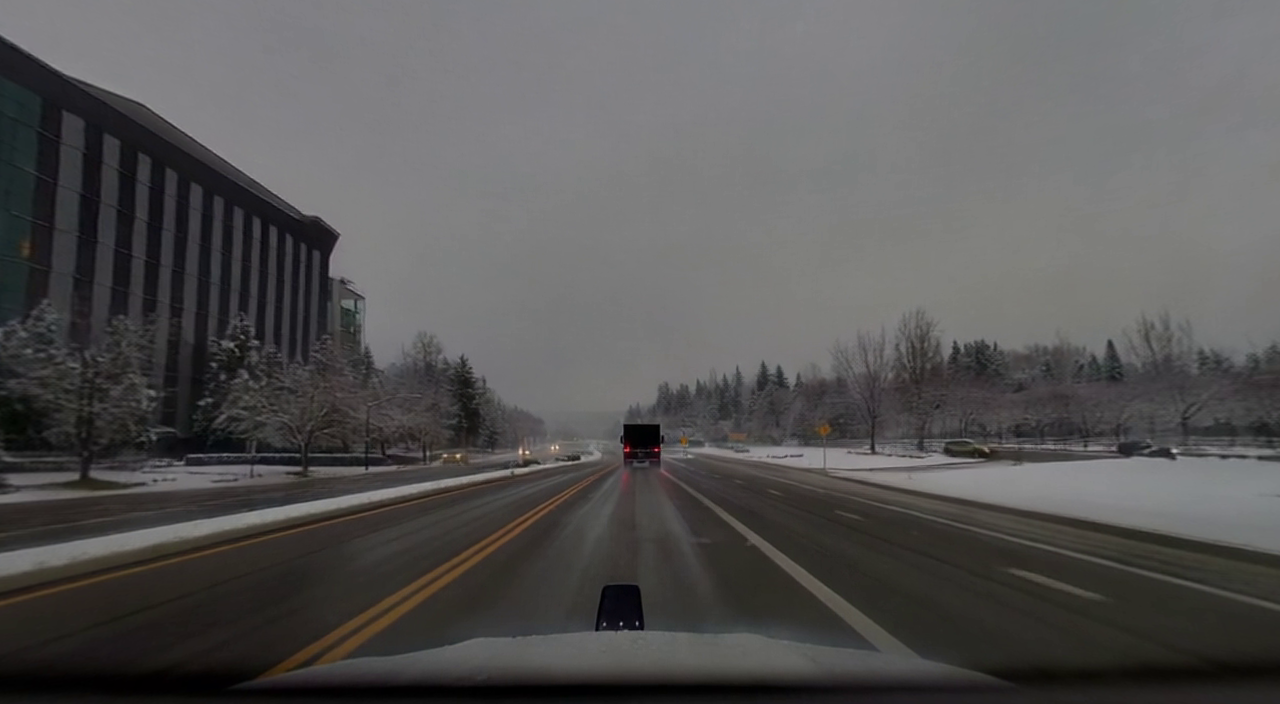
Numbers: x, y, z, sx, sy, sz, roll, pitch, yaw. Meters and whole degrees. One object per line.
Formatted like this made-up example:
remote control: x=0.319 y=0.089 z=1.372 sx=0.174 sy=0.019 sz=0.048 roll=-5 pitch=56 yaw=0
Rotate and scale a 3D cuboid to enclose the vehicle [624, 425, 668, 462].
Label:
vehicle: x=0.229 y=4.923 z=33.993 sx=2.178 sy=1.829 sz=4.932 roll=0 pitch=-9 yaw=-2
